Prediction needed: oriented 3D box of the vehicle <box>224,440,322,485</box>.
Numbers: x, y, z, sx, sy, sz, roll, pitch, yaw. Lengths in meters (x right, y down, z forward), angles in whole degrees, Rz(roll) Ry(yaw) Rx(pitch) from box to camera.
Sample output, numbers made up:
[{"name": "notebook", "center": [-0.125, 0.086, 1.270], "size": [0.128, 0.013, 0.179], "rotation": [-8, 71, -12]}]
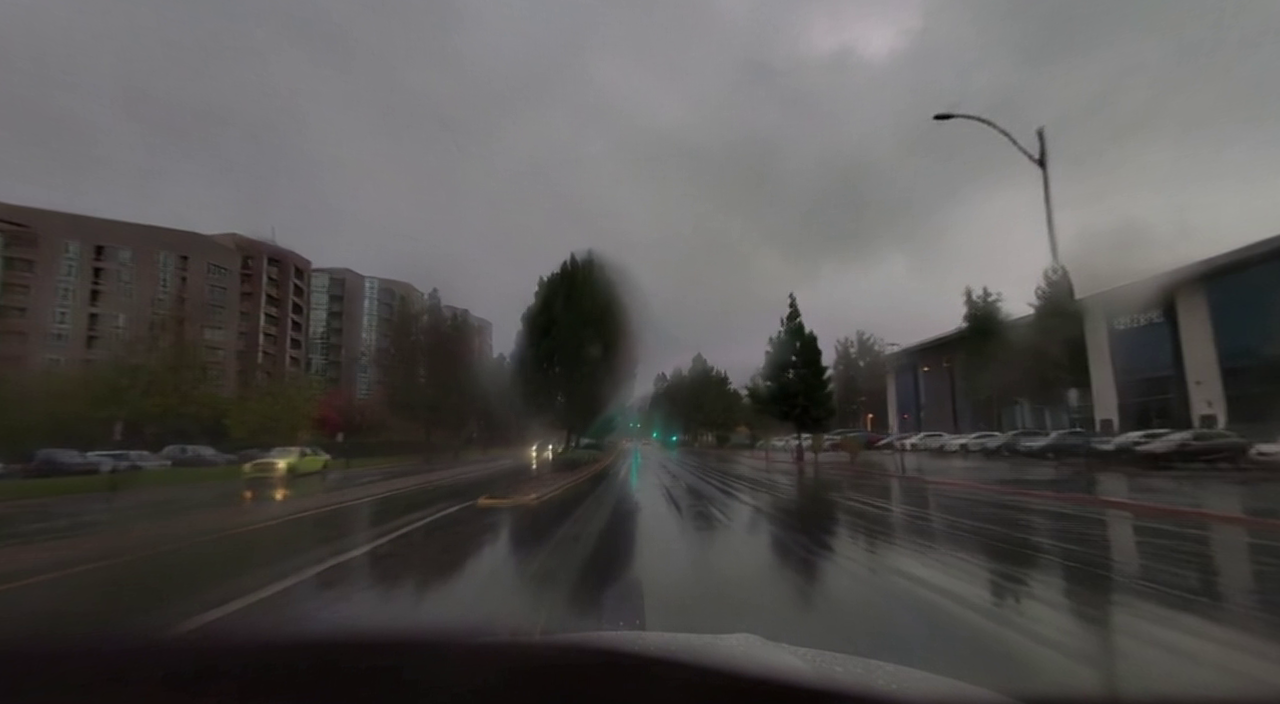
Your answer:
[{"name": "vehicle", "center": [-18.477, 5.539, 32.142], "size": [2.178, 1.947, 5.078], "rotation": [-3, -8, -3]}]

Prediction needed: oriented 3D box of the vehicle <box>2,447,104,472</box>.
[{"name": "vehicle", "center": [-39.377, 7.186, 42.431], "size": [4.819, 1.509, 1.921], "rotation": [-1, -8, -2]}]
